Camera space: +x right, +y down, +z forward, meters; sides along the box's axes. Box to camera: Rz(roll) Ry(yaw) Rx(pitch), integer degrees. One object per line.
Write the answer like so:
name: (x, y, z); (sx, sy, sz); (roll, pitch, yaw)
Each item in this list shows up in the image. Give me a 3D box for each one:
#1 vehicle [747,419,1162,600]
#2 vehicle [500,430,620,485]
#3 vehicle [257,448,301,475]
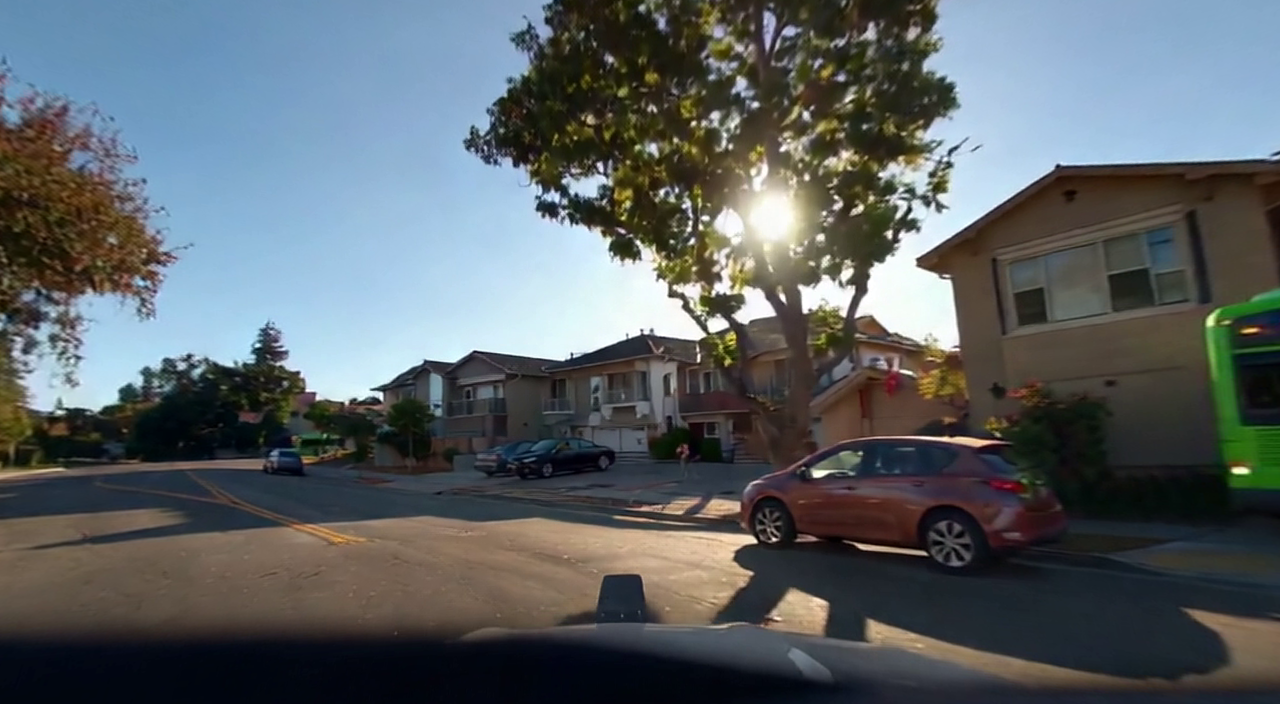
vehicle: (3.781, 1.842, 8.376); (1.934, 1.697, 4.432); (7, -11, -40)
vehicle: (-3.144, 4.138, 25.235); (4.431, 1.873, 1.920); (4, -9, -41)
vehicle: (-23.729, 7.152, 41.443); (1.984, 1.601, 3.994); (6, -10, -34)
